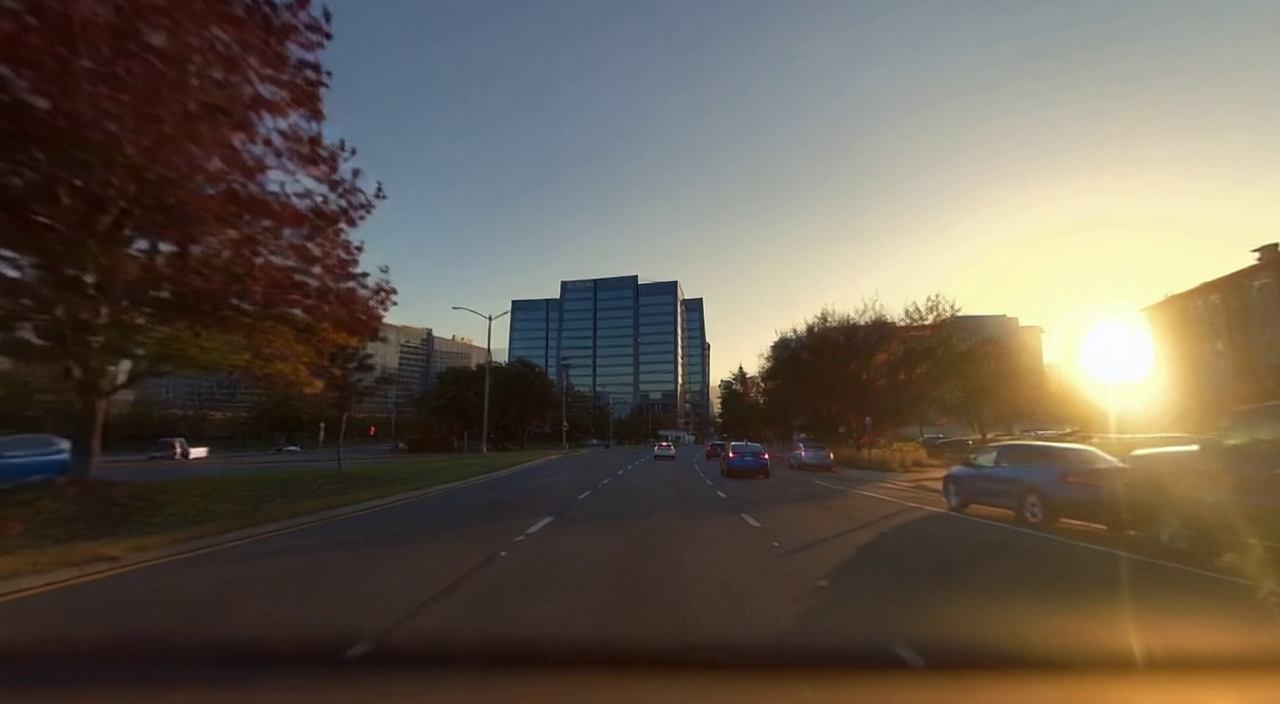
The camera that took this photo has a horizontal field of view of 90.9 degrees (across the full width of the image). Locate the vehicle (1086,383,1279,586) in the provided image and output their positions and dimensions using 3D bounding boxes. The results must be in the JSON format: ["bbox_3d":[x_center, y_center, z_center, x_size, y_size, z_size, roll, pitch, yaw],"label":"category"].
[{"bbox_3d":[7.581,1.228,5.688,2.410,1.997,6.477,0,-8,0],"label":"vehicle"}]

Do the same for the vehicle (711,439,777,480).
[{"bbox_3d":[4.120,4.318,25.730,1.981,1.499,4.536,0,-8,1],"label":"vehicle"}]

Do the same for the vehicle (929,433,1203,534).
[{"bbox_3d":[7.919,2.455,12.479,2.074,1.584,4.658,0,-8,-2],"label":"vehicle"}]

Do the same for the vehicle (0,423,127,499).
[{"bbox_3d":[-14.020,2.386,13.892,1.862,1.551,4.265,0,-8,-1],"label":"vehicle"}]
